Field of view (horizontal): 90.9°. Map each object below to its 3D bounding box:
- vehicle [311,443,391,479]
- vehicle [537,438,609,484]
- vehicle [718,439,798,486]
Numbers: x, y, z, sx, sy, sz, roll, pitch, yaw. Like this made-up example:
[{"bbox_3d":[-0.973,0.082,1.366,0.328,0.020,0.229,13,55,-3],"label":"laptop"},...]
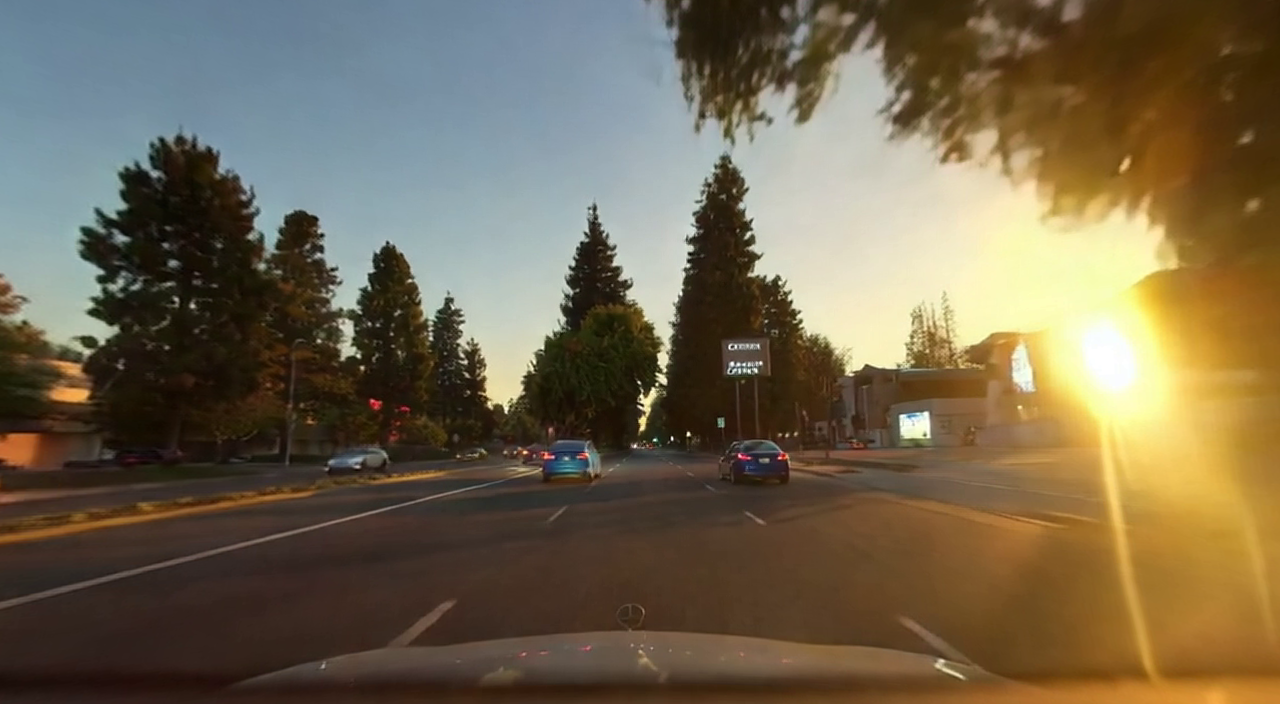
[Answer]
[{"bbox_3d":[-15.223,5.741,33.485,2.052,1.729,4.598,0,-8,0],"label":"vehicle"},{"bbox_3d":[-2.347,3.958,23.211,2.001,1.504,4.212,-1,-8,3],"label":"vehicle"},{"bbox_3d":[4.075,3.888,22.537,1.977,1.474,4.399,0,-8,-1],"label":"vehicle"}]
